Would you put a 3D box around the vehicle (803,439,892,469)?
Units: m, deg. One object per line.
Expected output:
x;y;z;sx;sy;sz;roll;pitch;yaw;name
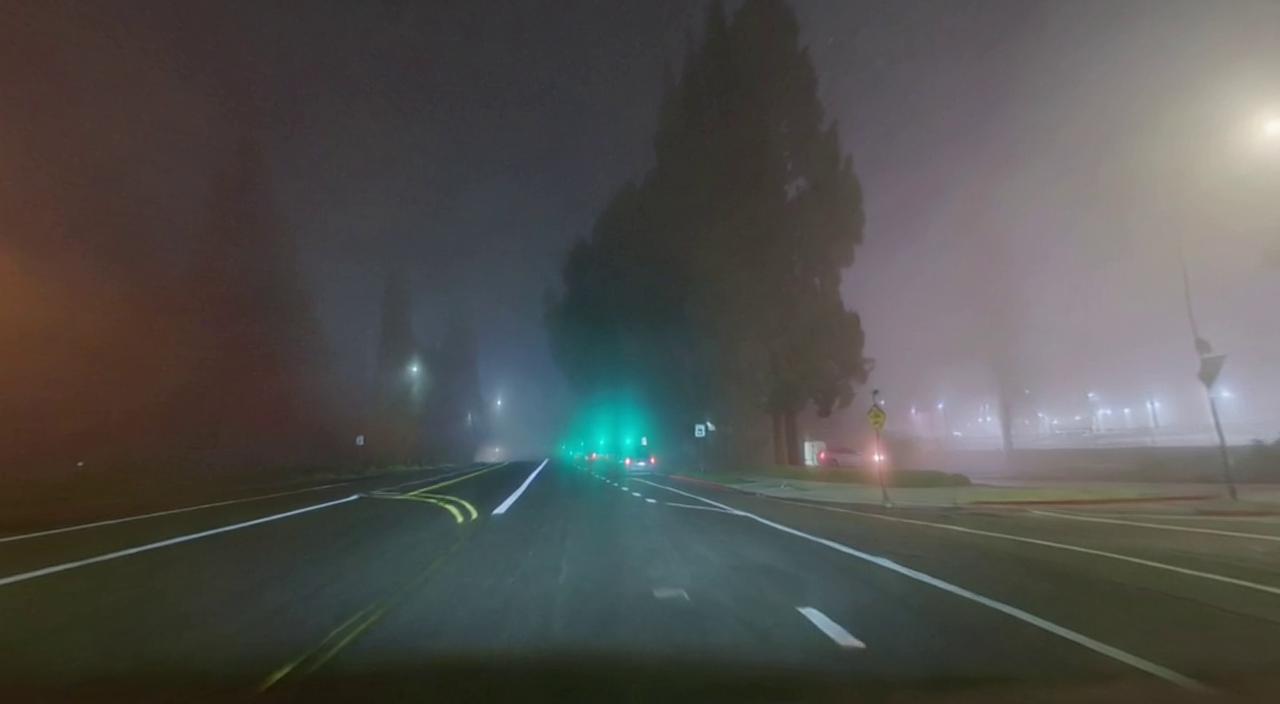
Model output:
11.259;5.555;34.442;4.201;1.546;1.749;1;-9;-6;vehicle

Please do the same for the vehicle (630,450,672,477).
0.620;6.739;38.348;1.866;1.492;4.093;1;-9;-9;vehicle

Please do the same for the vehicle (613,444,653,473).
-0.575;7.524;44.890;2.143;1.867;5.373;1;-9;-8;vehicle
